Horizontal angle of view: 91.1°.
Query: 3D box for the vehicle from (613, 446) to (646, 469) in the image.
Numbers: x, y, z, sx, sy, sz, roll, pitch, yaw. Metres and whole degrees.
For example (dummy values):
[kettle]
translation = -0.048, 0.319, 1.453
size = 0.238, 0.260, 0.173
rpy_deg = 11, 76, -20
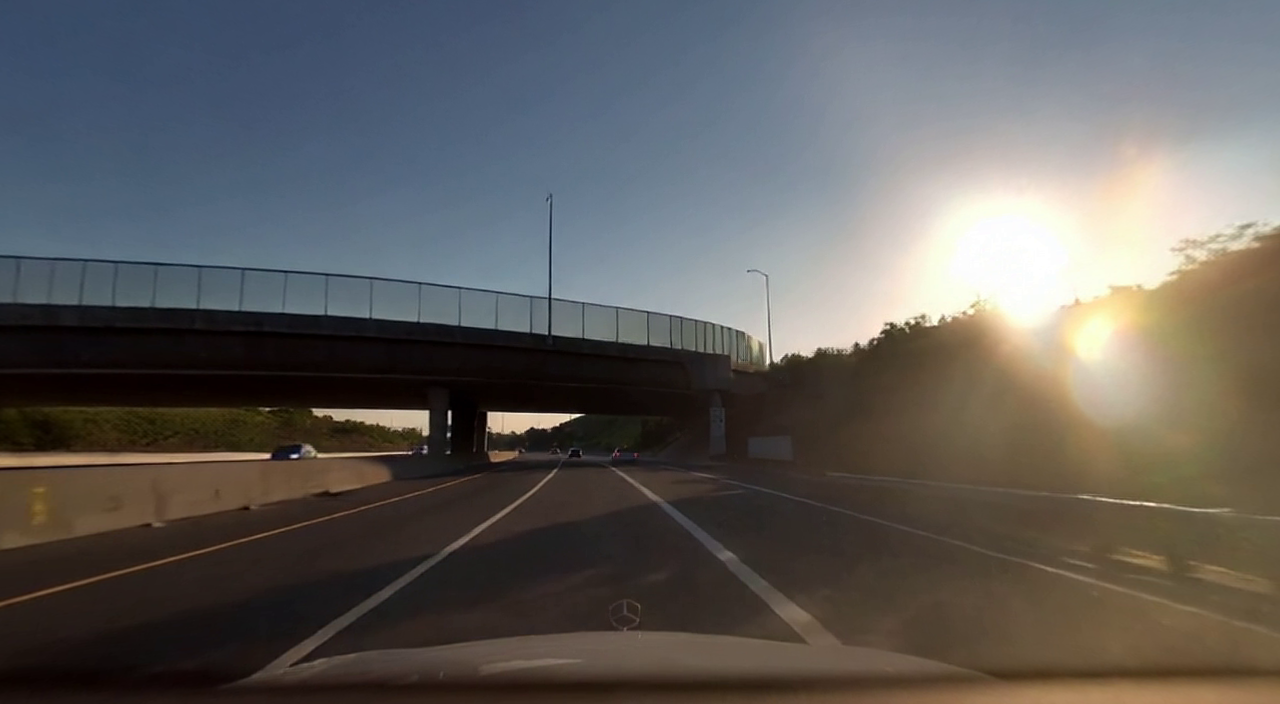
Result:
[vehicle]
translation = -0.769, 7.143, 42.578
size = 2.140, 1.455, 4.135
rpy_deg = 0, -9, -2
